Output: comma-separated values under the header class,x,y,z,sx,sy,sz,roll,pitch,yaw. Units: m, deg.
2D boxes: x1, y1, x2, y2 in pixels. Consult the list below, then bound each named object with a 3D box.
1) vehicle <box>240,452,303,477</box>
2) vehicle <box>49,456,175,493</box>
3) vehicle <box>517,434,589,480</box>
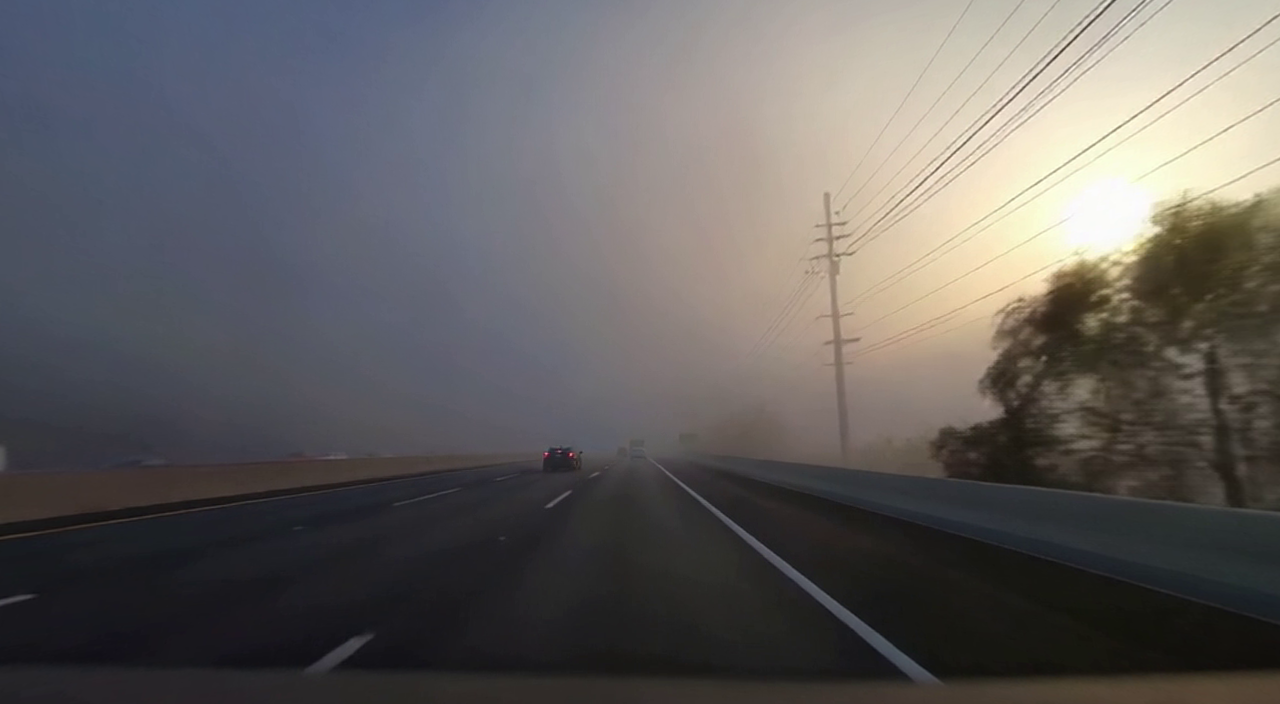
class,x,y,z,sx,sy,sz,roll,pitch,yaw
vehicle,-28.819,8.781,49.381,2.006,1.760,4.774,0,-9,0
vehicle,-25.021,5.785,30.092,2.017,1.565,4.577,0,-9,0
vehicle,-3.955,4.940,29.751,2.577,1.939,5.408,0,-9,0
